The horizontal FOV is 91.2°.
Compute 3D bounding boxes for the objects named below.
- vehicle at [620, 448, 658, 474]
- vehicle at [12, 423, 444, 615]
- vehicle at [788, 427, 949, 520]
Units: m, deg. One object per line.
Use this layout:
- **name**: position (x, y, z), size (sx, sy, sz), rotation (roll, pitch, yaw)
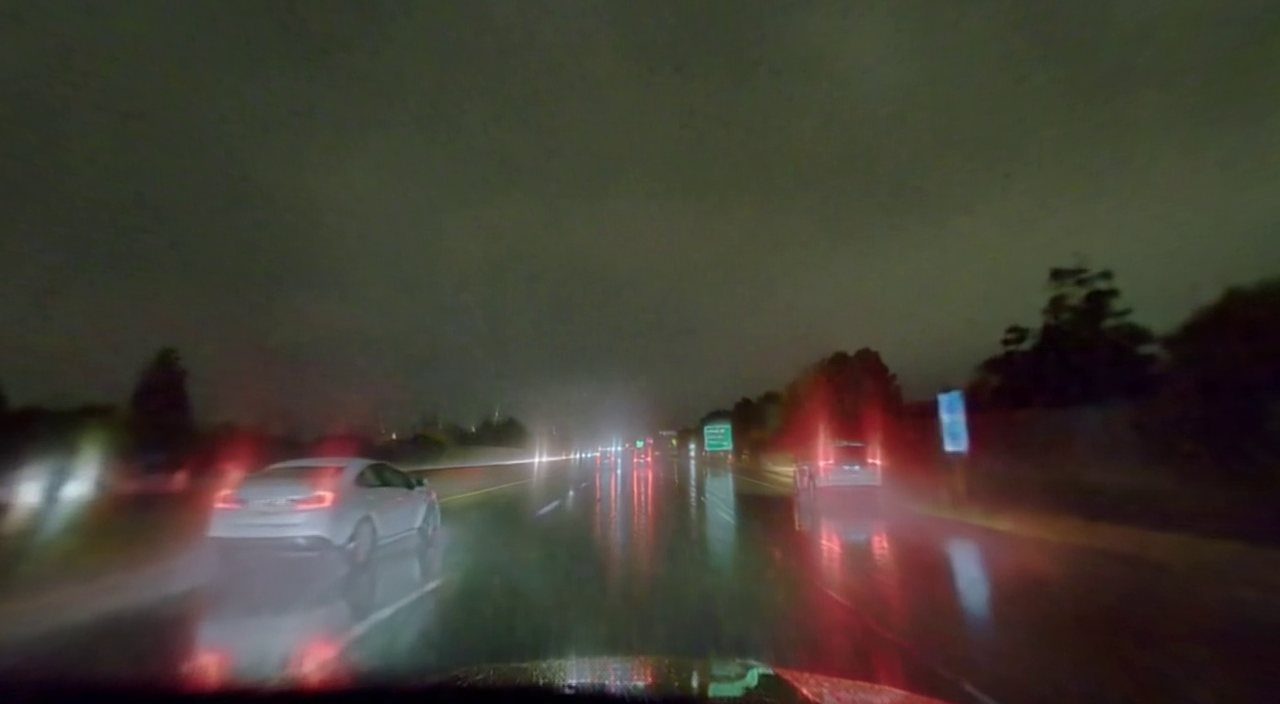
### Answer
- **vehicle**: position (-0.029, 6.903, 39.882), size (1.969, 1.595, 3.964), rotation (-1, -9, 6)
- **vehicle**: position (-4.198, 1.754, 7.503), size (2.084, 1.594, 4.219), rotation (-1, -9, 4)
- **vehicle**: position (4.704, 2.575, 13.695), size (2.143, 1.667, 4.221), rotation (-1, -9, 4)
